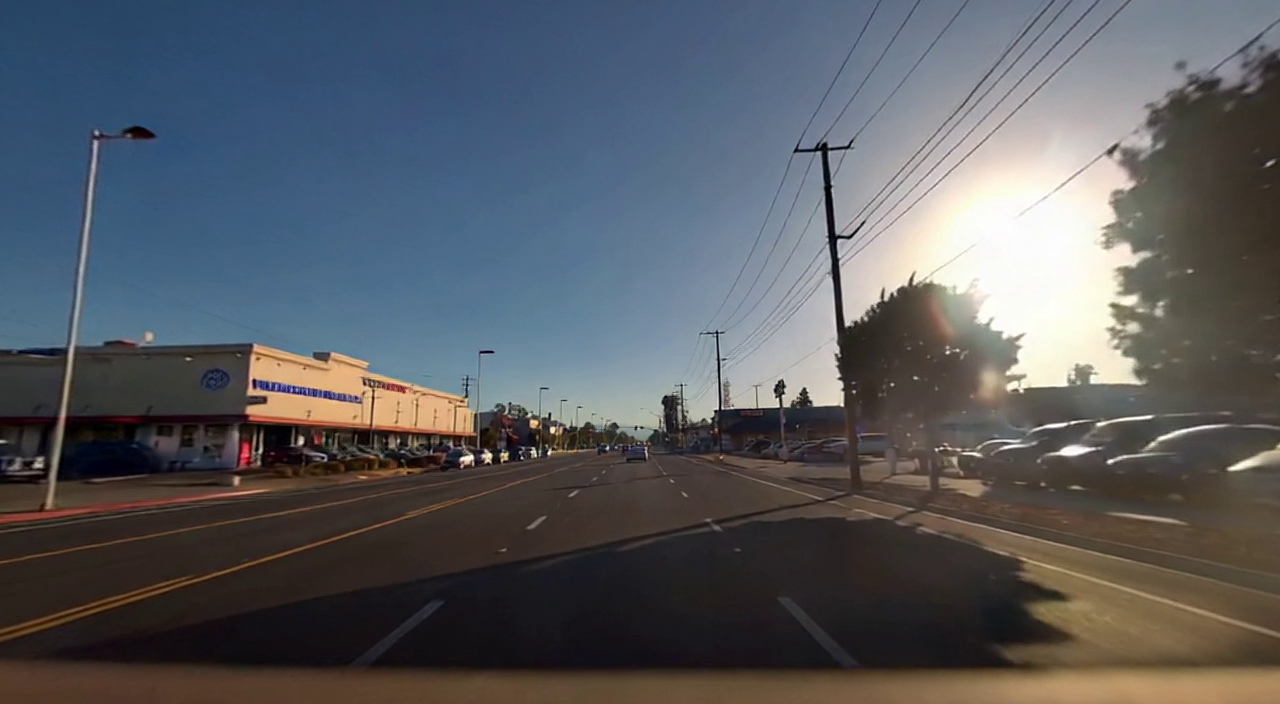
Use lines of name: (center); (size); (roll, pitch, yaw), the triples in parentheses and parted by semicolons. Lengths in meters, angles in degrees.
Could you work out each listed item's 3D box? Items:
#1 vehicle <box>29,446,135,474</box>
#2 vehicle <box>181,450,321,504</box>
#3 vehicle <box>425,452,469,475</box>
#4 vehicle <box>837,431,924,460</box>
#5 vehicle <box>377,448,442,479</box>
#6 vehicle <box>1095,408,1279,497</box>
vehicle: (-37.544, 7.269, 42.684); (4.800, 1.776, 2.060); (4, -10, -25)
vehicle: (-13.678, 4.360, 22.671); (1.955, 1.549, 5.009); (-2, -8, -1)
vehicle: (-13.646, 7.886, 44.885); (1.791, 1.377, 4.807); (-2, -8, -1)
vehicle: (15.336, 5.981, 40.492); (4.667, 1.775, 2.199); (0, -9, -1)
vehicle: (-13.776, 6.668, 38.086); (2.014, 1.523, 5.092); (-3, -8, 1)
vehicle: (13.319, 2.208, 14.018); (4.758, 1.811, 2.036); (0, -9, 0)
